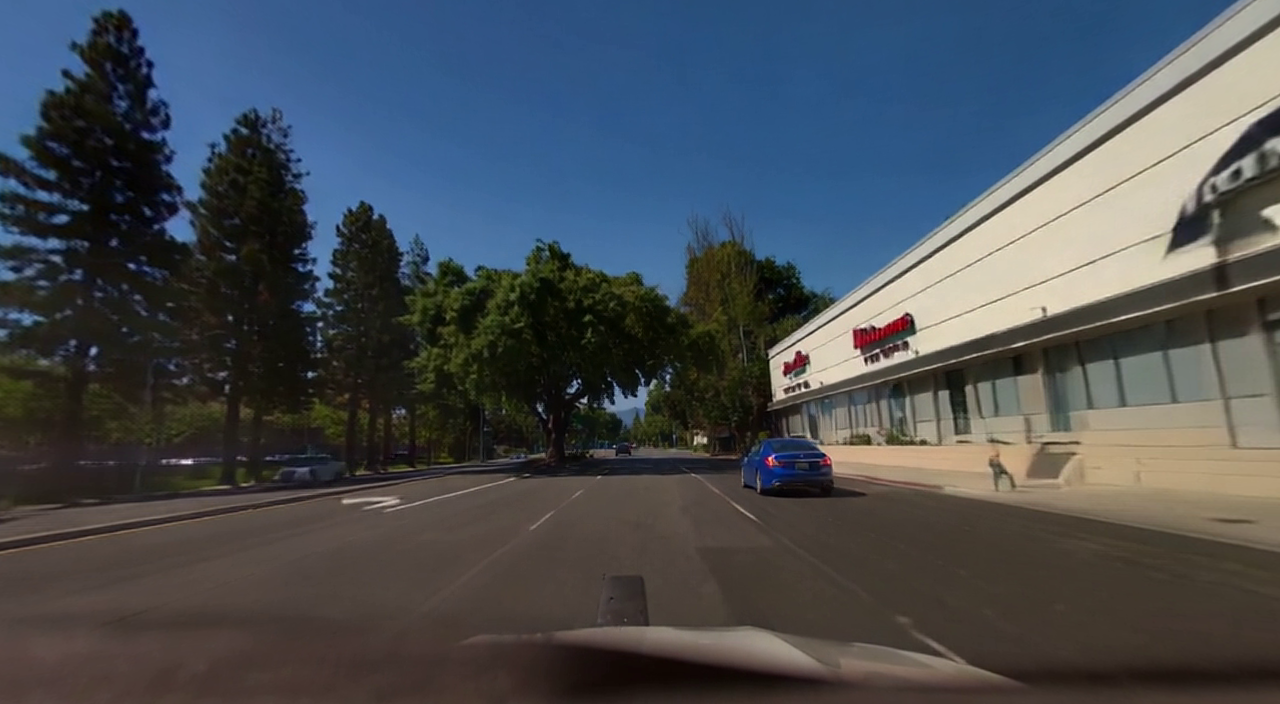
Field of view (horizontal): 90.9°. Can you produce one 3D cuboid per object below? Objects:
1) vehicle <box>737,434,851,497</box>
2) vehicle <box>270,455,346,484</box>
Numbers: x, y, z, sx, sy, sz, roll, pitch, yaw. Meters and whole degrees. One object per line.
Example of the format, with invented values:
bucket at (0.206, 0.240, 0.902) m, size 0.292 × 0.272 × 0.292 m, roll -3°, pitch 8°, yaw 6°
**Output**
vehicle at (4.028, 3.046, 17.308) m, size 1.977 × 1.474 × 4.399 m, roll 0°, pitch -8°, yaw 0°
vehicle at (-19.061, 6.720, 36.417) m, size 1.922 × 1.462 × 4.547 m, roll 0°, pitch -8°, yaw 0°
